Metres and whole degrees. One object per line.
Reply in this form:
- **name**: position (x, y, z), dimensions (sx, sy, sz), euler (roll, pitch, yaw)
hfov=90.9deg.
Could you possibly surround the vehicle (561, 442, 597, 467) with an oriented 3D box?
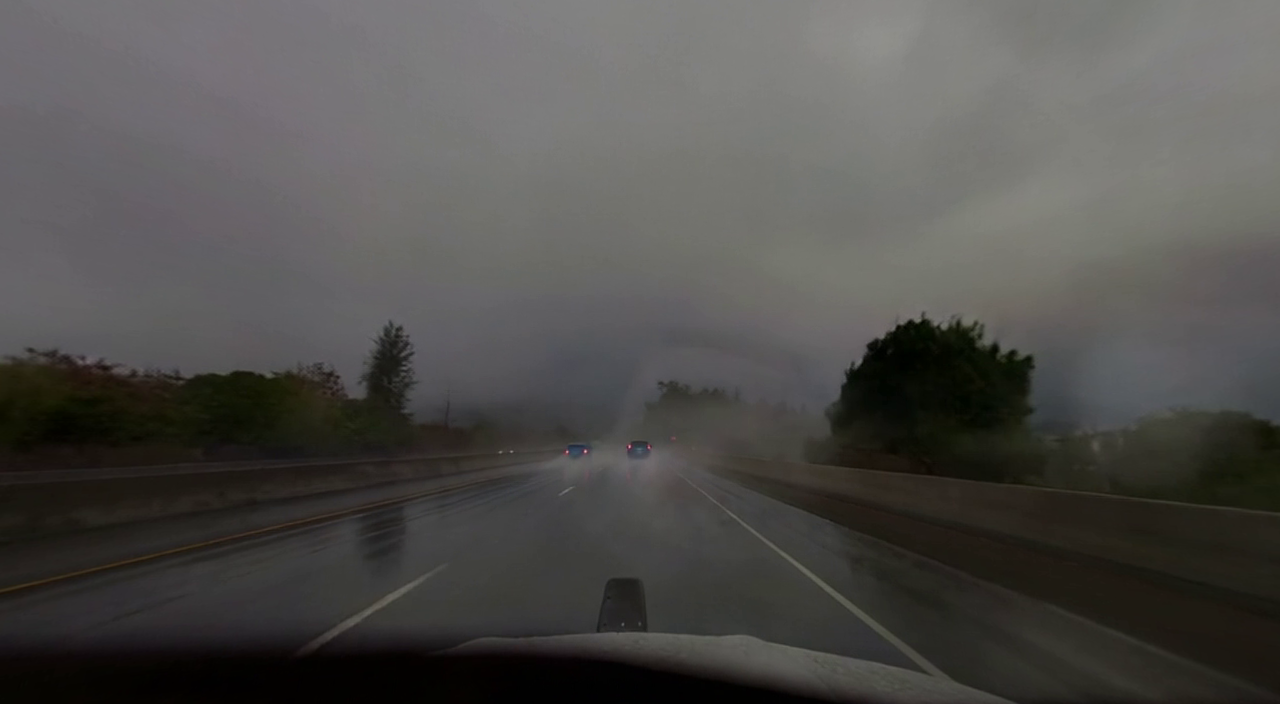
- **vehicle**: position (-4.247, 7.221, 44.507), dimensions (2.113, 1.656, 4.215), euler (0, -9, 0)

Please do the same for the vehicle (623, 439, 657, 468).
- **vehicle**: position (-0.035, 6.686, 41.699), dimensions (2.126, 1.786, 3.958), euler (0, -9, -1)
